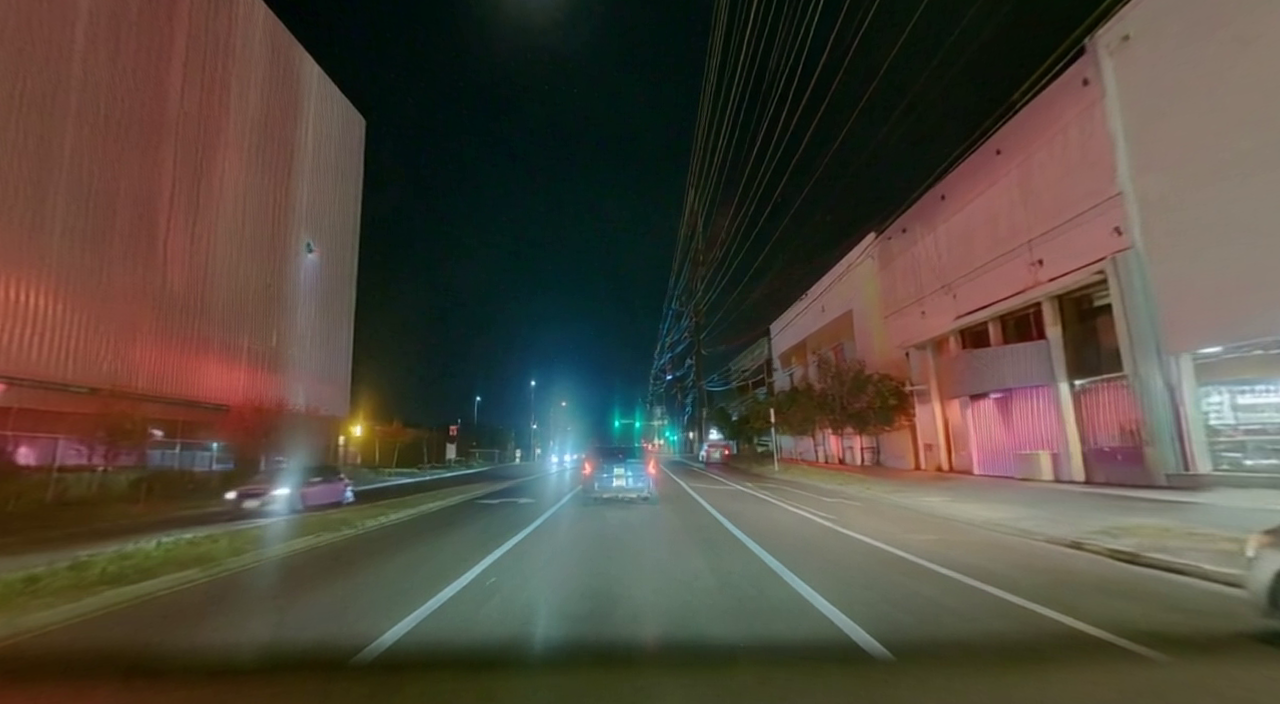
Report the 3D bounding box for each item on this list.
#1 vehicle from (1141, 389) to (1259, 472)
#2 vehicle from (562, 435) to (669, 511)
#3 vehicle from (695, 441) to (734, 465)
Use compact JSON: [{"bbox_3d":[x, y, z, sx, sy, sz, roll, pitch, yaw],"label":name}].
[{"bbox_3d":[16.872,2.450,19.334,2.183,2.144,5.879,-7,-11,38],"label":"vehicle"},{"bbox_3d":[-0.507,2.708,14.607,2.116,1.479,3.980,0,-8,-1],"label":"vehicle"},{"bbox_3d":[4.798,6.575,41.165,1.908,1.470,3.935,0,-8,-2],"label":"vehicle"}]
